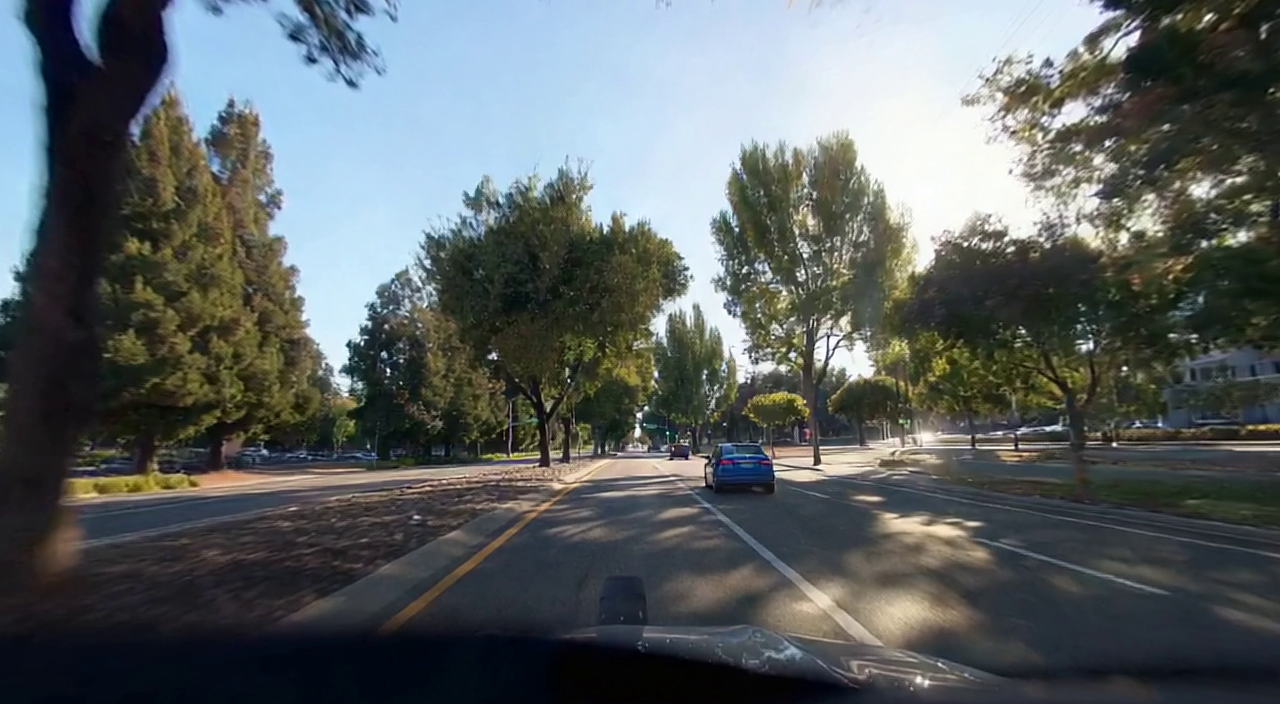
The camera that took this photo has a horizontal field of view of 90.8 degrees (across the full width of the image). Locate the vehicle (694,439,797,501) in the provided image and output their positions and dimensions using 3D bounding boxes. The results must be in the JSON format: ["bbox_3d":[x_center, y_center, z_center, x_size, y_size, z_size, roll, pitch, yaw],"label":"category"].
[{"bbox_3d":[2.766,3.204,17.610,2.056,1.483,4.091,0,-8,-2],"label":"vehicle"}]
